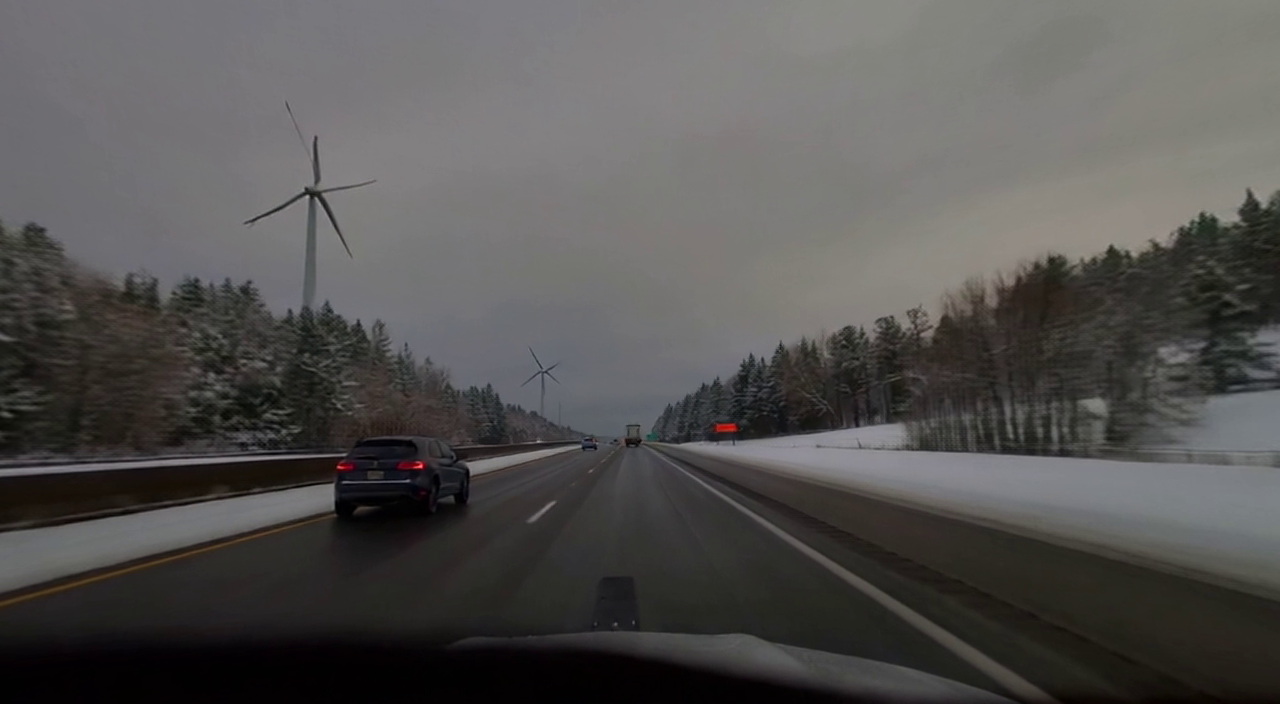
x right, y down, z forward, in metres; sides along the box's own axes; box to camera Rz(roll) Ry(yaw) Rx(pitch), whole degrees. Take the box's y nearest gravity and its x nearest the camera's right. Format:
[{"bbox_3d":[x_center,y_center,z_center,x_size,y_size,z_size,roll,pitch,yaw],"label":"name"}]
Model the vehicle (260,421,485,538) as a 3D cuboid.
[{"bbox_3d":[-3.999,1.947,10.290,1.950,1.511,3.965,0,-8,-1],"label":"vehicle"}]
